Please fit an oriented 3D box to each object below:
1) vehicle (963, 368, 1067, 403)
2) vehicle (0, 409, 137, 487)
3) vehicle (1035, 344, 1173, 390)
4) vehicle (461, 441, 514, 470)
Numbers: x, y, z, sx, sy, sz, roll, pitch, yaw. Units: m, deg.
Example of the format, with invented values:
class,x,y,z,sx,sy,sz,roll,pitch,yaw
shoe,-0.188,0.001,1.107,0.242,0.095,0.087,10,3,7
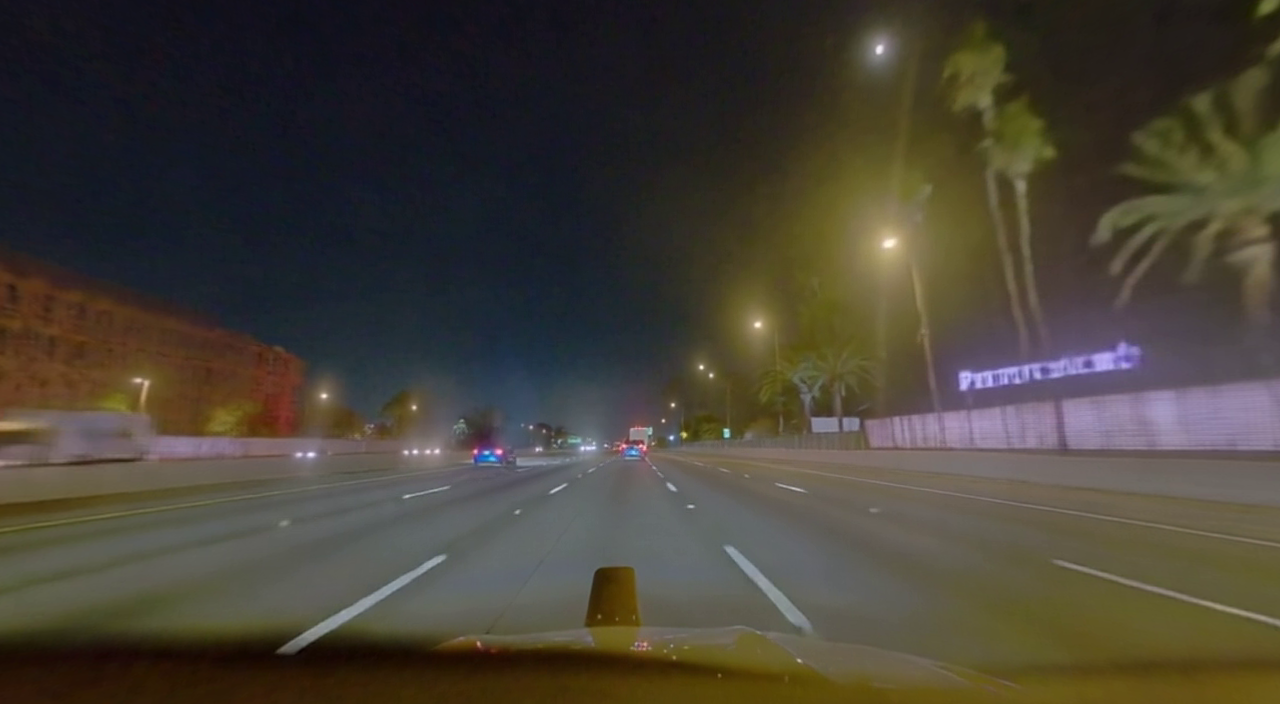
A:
class,x,y,z,sx,sy,sz,roll,pitch,yaw
vehicle,16.788,1.518,28.408,3.548,1.362,1.745,-1,-9,1
vehicle,-25.923,4.147,27.446,2.722,2.976,6.441,0,-9,-1
vehicle,17.040,0.589,23.343,3.587,1.458,1.870,0,-8,1
vehicle,-8.668,5.921,36.304,1.971,1.552,4.465,0,-9,-1
